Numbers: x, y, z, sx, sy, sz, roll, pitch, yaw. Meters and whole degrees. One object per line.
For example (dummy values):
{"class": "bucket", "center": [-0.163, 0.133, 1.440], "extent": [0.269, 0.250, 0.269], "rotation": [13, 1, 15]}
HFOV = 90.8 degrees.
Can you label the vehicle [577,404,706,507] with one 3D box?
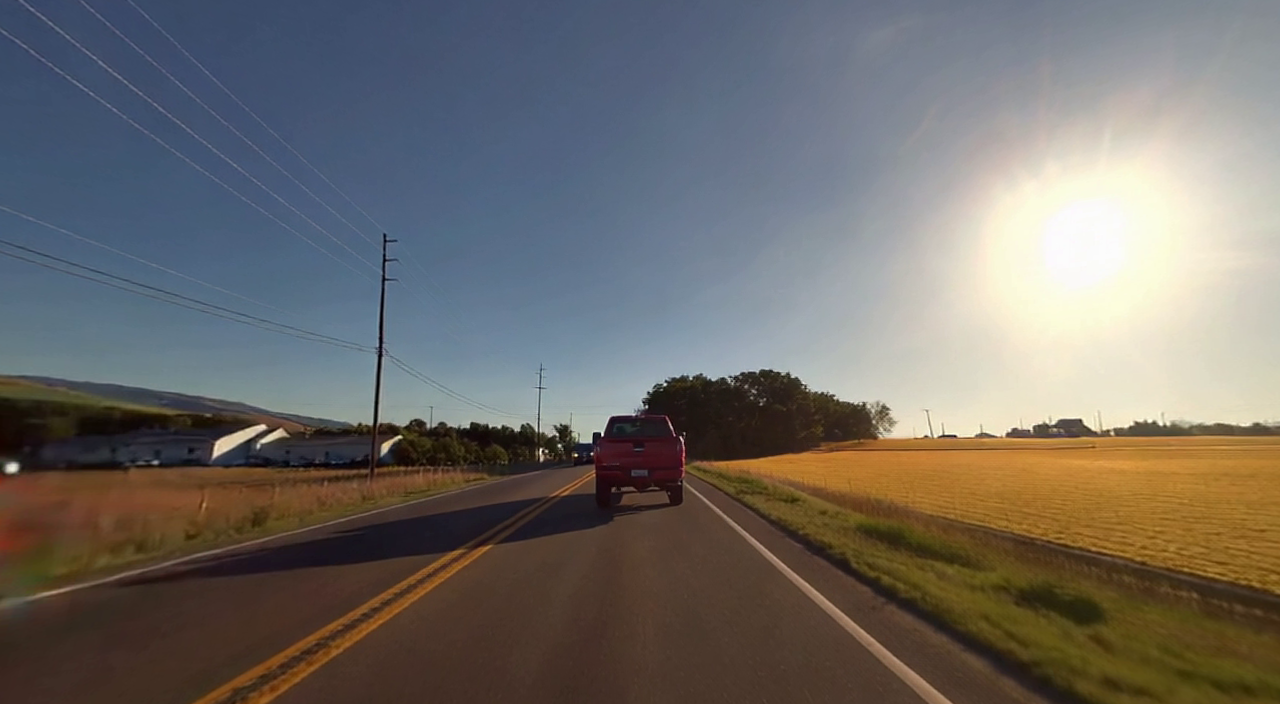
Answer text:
{"class": "vehicle", "center": [-0.052, 2.887, 18.028], "extent": [2.912, 2.320, 7.292], "rotation": [0, -8, -1]}
